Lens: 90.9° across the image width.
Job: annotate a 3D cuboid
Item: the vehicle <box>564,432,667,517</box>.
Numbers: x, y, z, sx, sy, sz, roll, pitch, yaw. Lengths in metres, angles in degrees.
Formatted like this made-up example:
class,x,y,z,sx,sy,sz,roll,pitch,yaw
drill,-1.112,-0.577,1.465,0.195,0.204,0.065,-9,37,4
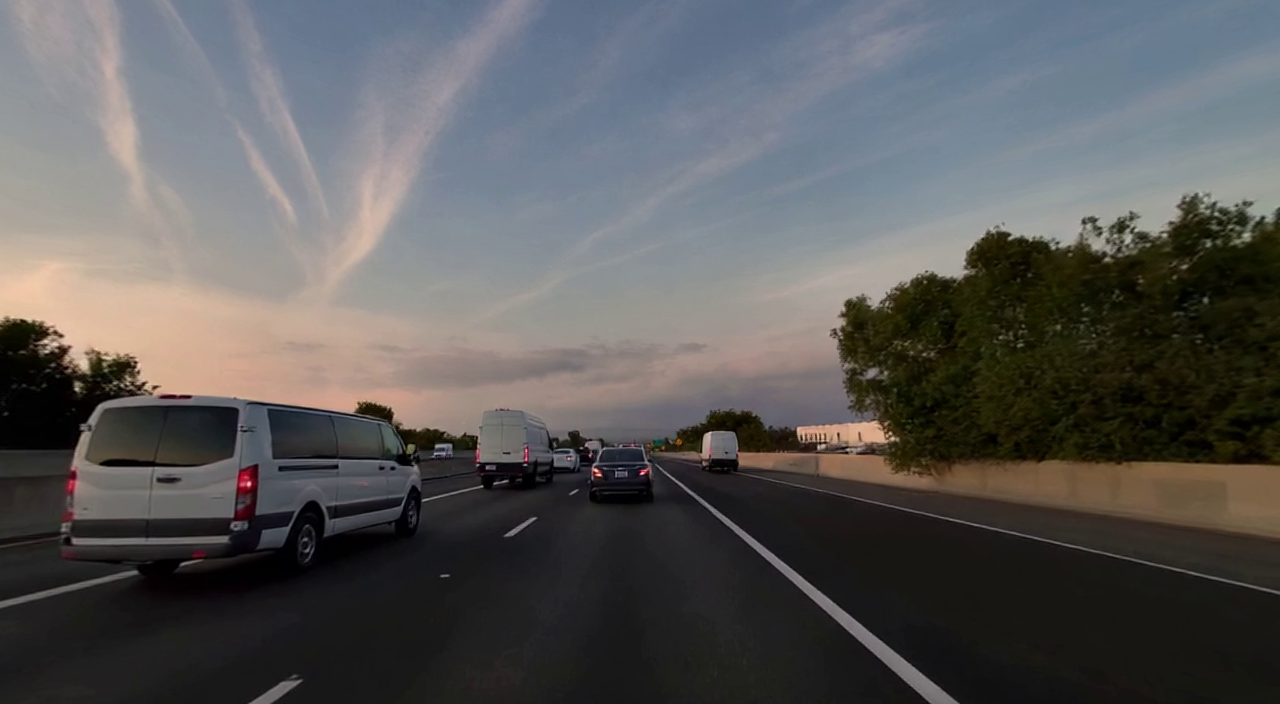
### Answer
class,x,y,z,sx,sy,sz,roll,pitch,yaw
vehicle,-0.492,2.774,14.690,2.093,1.695,3.782,0,-9,0

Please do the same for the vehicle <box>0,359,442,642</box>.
class,x,y,z,sx,sy,sz,roll,pitch,yaw
vehicle,-4.053,1.358,6.706,2.253,1.892,4.823,0,-9,1

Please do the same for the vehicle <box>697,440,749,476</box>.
class,x,y,z,sx,sy,sz,roll,pitch,yaw
vehicle,4.232,5.487,32.754,2.003,1.754,4.134,0,-9,-2

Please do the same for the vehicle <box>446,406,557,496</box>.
class,x,y,z,sx,sy,sz,roll,pitch,yaw
vehicle,-4.528,3.444,21.992,2.248,2.626,6.837,0,-9,0
